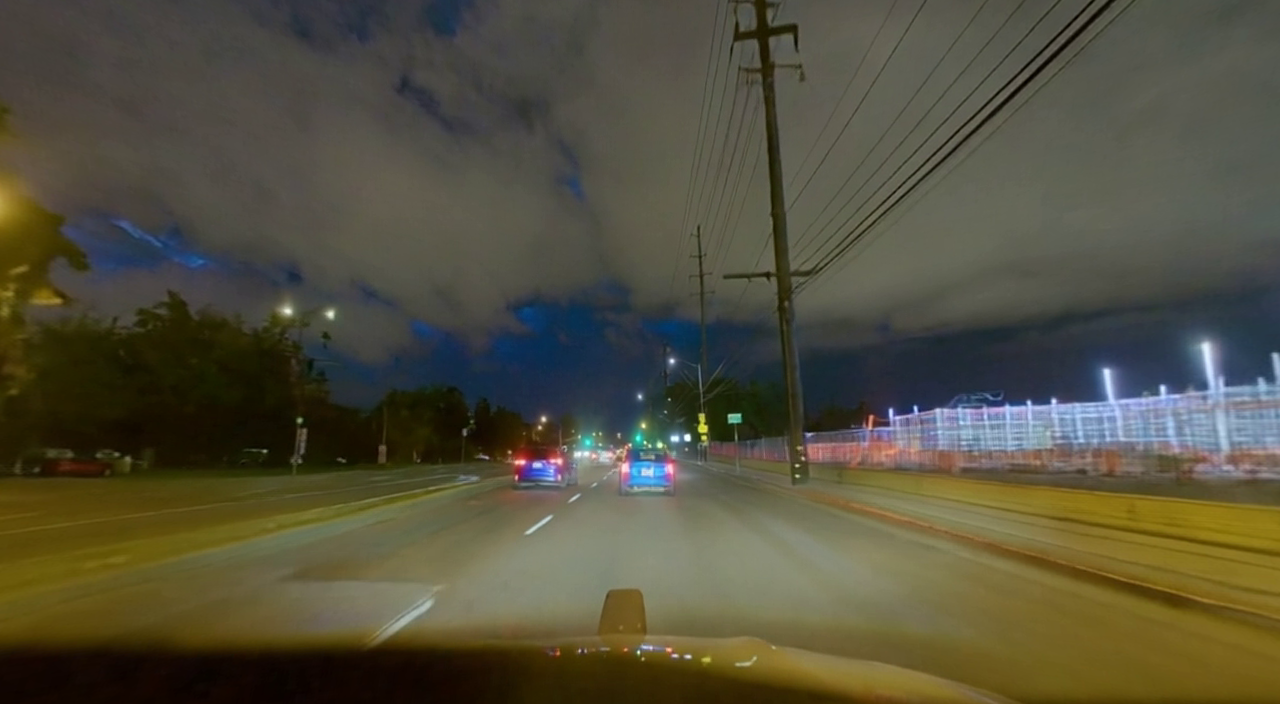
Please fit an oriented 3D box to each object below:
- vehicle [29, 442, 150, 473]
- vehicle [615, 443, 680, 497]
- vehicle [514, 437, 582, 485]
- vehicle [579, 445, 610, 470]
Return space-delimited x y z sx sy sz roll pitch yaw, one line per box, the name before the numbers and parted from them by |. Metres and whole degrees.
vehicle | -31.884 6.113 36.457 5.155 1.679 1.934 0 -8 0
vehicle | 0.246 4.038 21.880 2.059 1.691 3.980 0 -8 0
vehicle | -3.698 4.478 26.060 2.078 1.804 4.387 0 -8 2
vehicle | -3.371 7.934 47.465 1.910 1.713 4.786 0 -8 1
